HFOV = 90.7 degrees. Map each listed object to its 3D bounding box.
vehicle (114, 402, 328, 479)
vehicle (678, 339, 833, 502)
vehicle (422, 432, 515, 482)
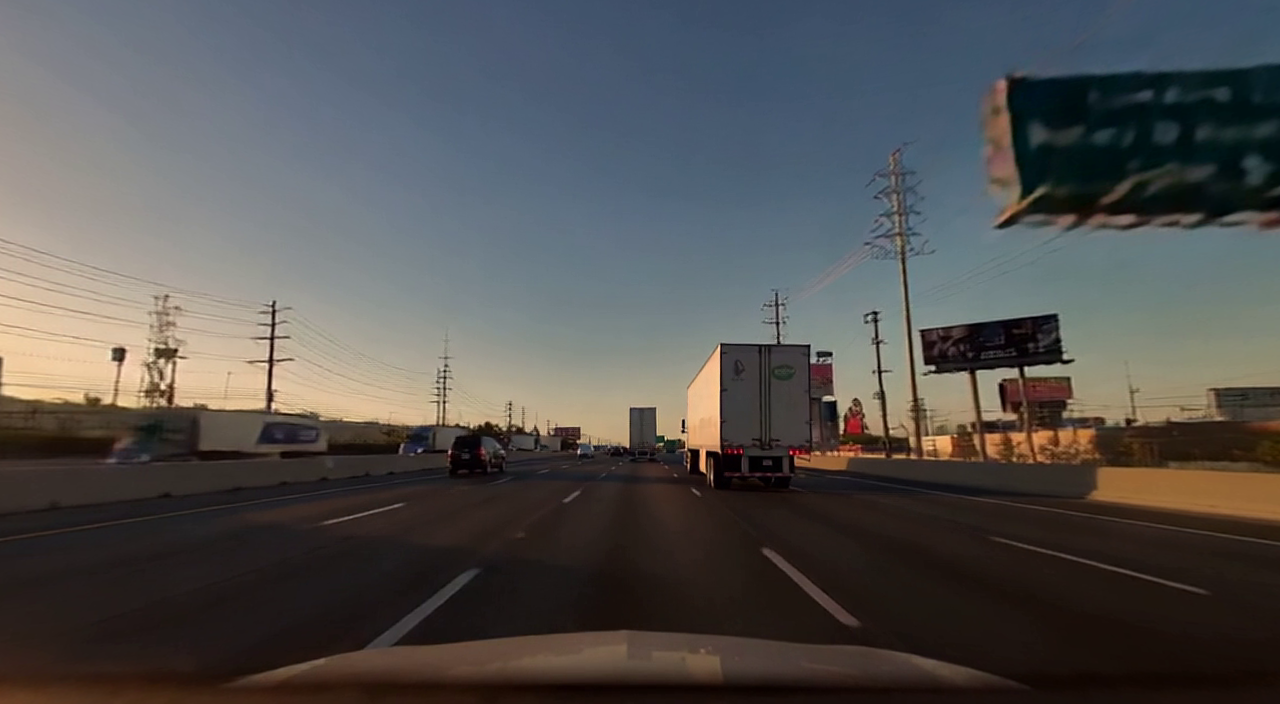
[{"bbox_3d":[-28.312,6.386,45.083,2.823,4.374,17.794,-1,-9,1],"label":"vehicle"},{"bbox_3d":[3.433,2.954,24.431,2.892,4.152,16.575,0,-9,0],"label":"vehicle"},{"bbox_3d":[-7.356,4.598,27.961,2.425,1.917,5.647,0,-9,1],"label":"vehicle"}]
